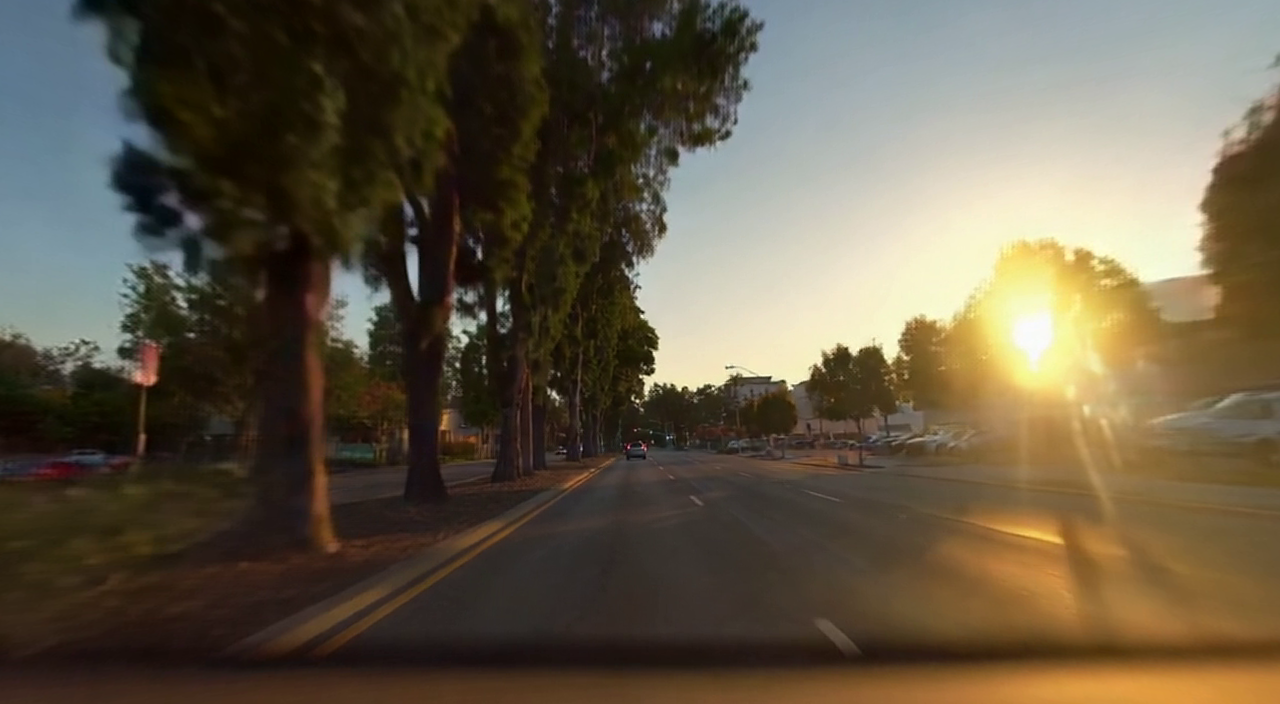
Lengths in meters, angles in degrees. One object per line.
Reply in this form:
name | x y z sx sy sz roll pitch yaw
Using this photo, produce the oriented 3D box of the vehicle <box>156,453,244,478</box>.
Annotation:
vehicle | -29.794 7.704 42.856 4.408 1.568 2.052 0 -9 -1
